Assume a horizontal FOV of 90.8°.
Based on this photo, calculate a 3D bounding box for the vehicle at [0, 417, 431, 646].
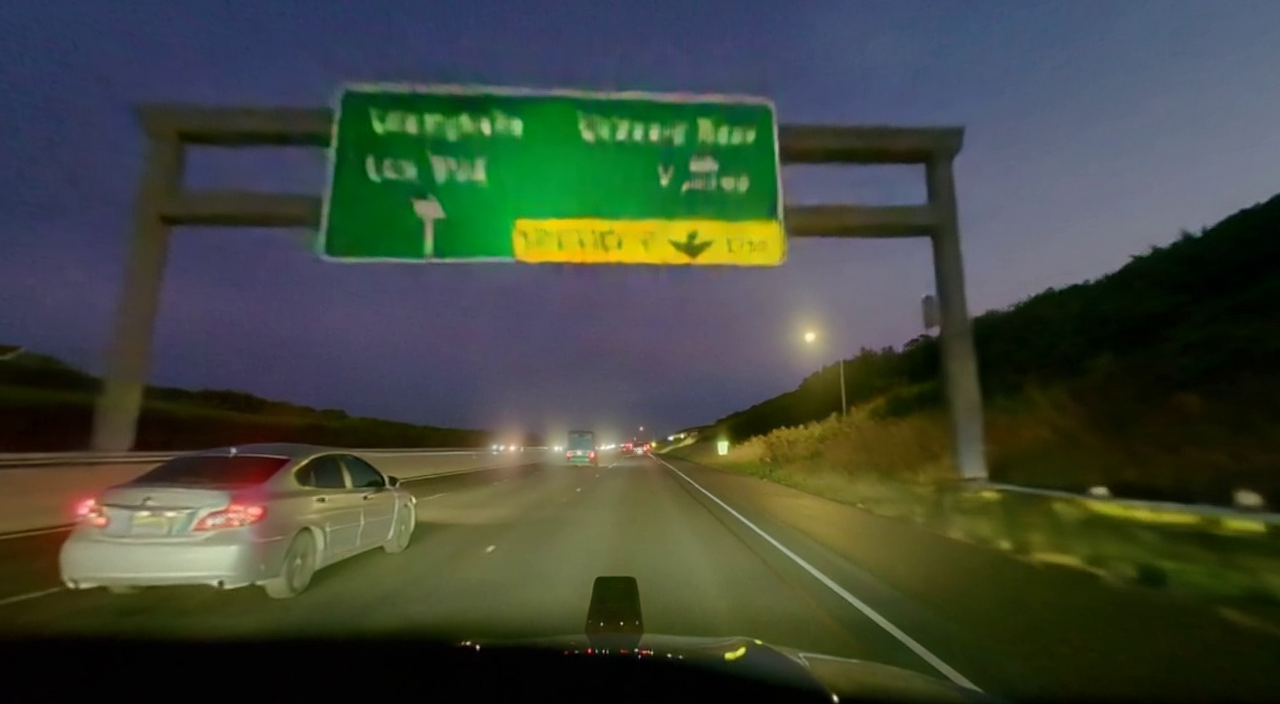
[{"bbox_3d":[-3.643,1.446,6.029,1.924,1.436,3.915,0,-9,0],"label":"vehicle"}]

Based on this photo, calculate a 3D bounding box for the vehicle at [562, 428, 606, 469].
[{"bbox_3d":[-3.546,6.229,40.850,2.290,2.453,5.561,0,-9,1],"label":"vehicle"}]
